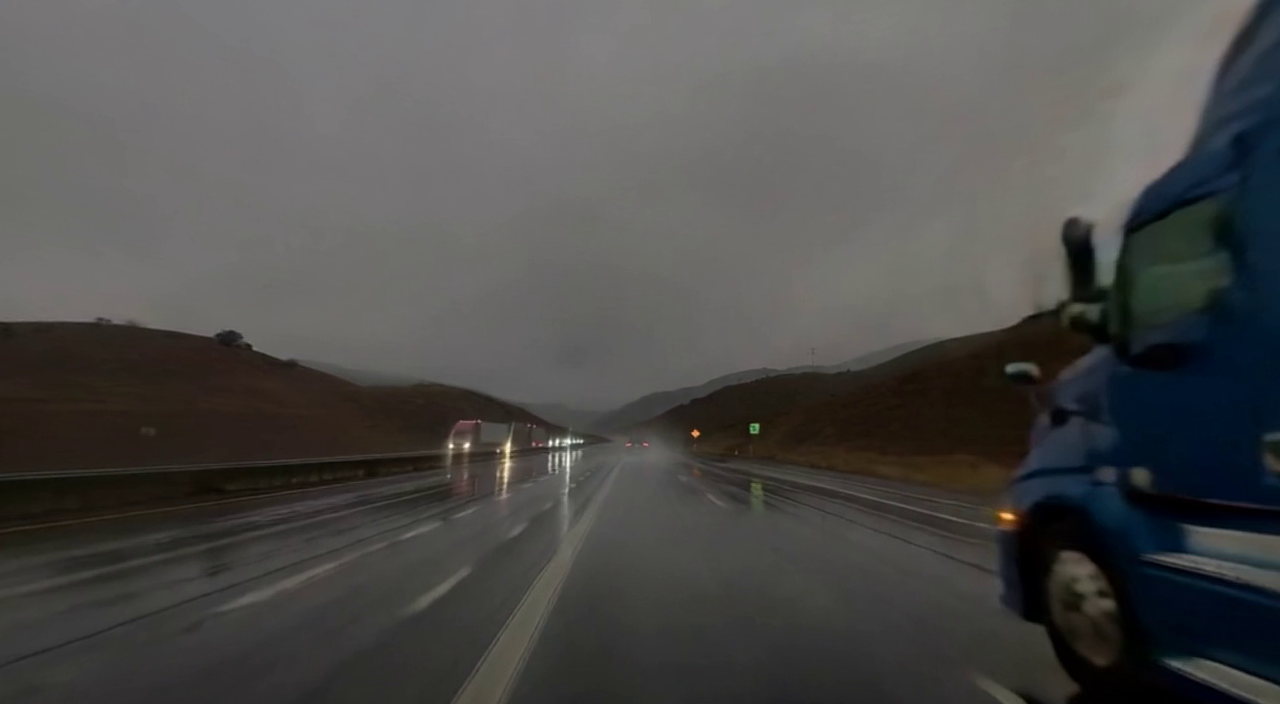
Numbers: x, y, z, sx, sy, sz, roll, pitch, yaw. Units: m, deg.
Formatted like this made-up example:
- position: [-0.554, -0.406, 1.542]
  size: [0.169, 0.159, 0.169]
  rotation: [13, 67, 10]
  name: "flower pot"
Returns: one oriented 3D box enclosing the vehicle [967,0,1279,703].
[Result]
- position: [4.122, -0.308, 1.795]
  size: [3.568, 3.906, 4.895]
  rotation: [0, -8, 0]
  name: "vehicle"
